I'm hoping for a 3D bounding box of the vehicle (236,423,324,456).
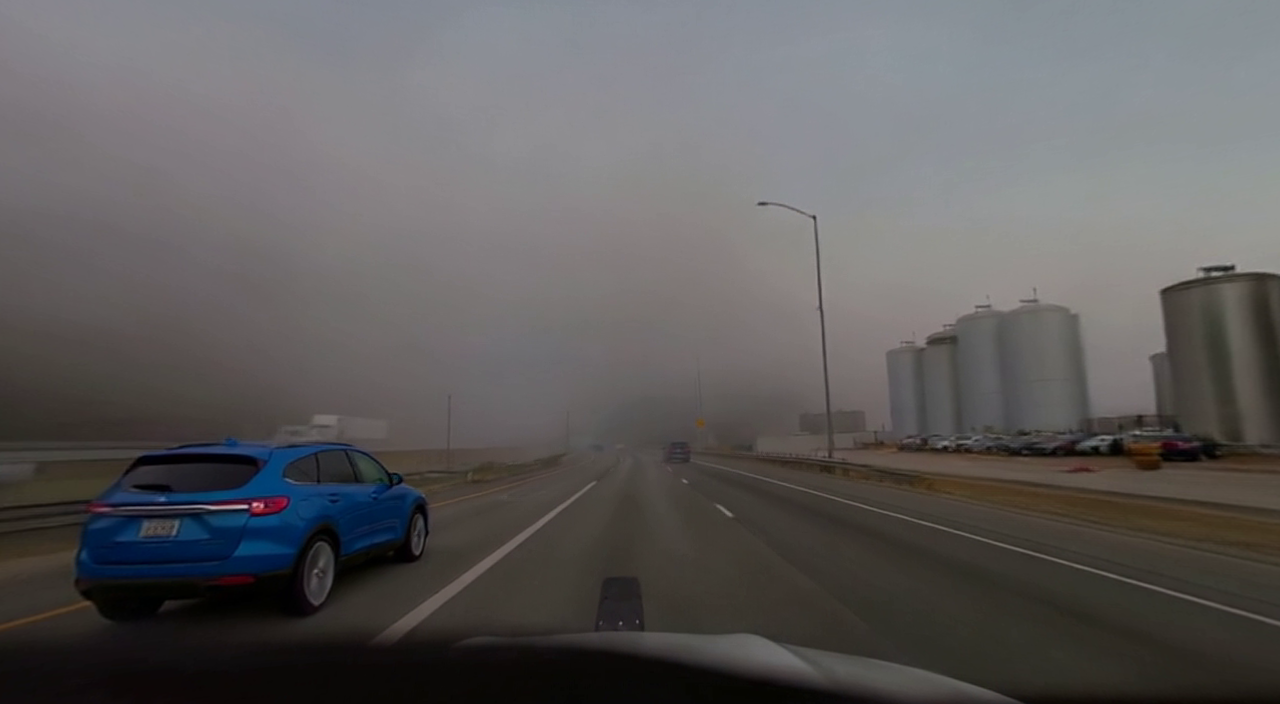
[{"bbox_3d":[-17.483,4.320,30.814,1.817,1.504,3.991,0,-9,2],"label":"vehicle"}]

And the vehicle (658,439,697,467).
[{"bbox_3d":[2.584,7.119,44.476,2.296,1.790,5.067,0,-9,-1],"label":"vehicle"}]
